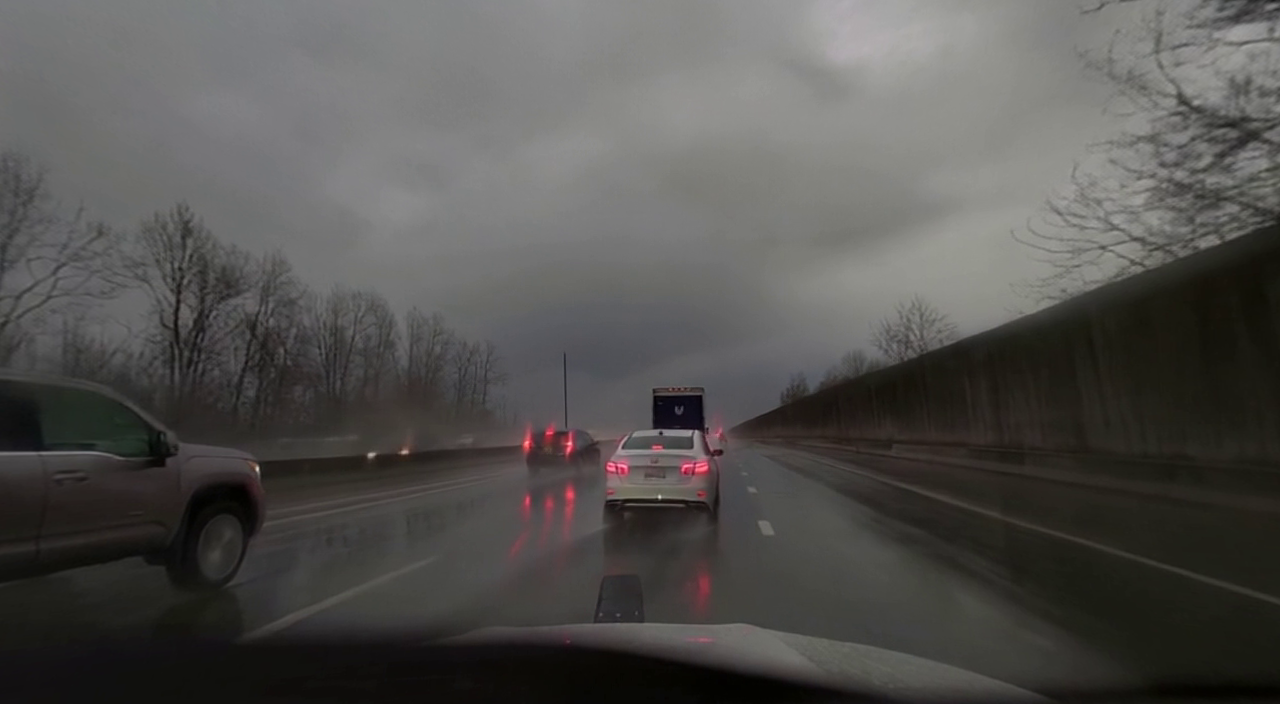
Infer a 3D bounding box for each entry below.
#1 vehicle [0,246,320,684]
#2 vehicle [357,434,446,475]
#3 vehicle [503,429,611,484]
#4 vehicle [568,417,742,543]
[{"bbox_3d":[-4.799,0.631,3.537,2.386,2.435,5.831,-1,-8,7],"label":"vehicle"},{"bbox_3d":[-9.634,4.138,25.740,1.797,1.531,3.799,-1,-8,7],"label":"vehicle"},{"bbox_3d":[-2.329,3.090,18.993,2.087,1.457,4.313,-1,-8,9],"label":"vehicle"},{"bbox_3d":[0.490,1.825,9.748,2.089,1.485,4.153,-1,-8,10],"label":"vehicle"}]
